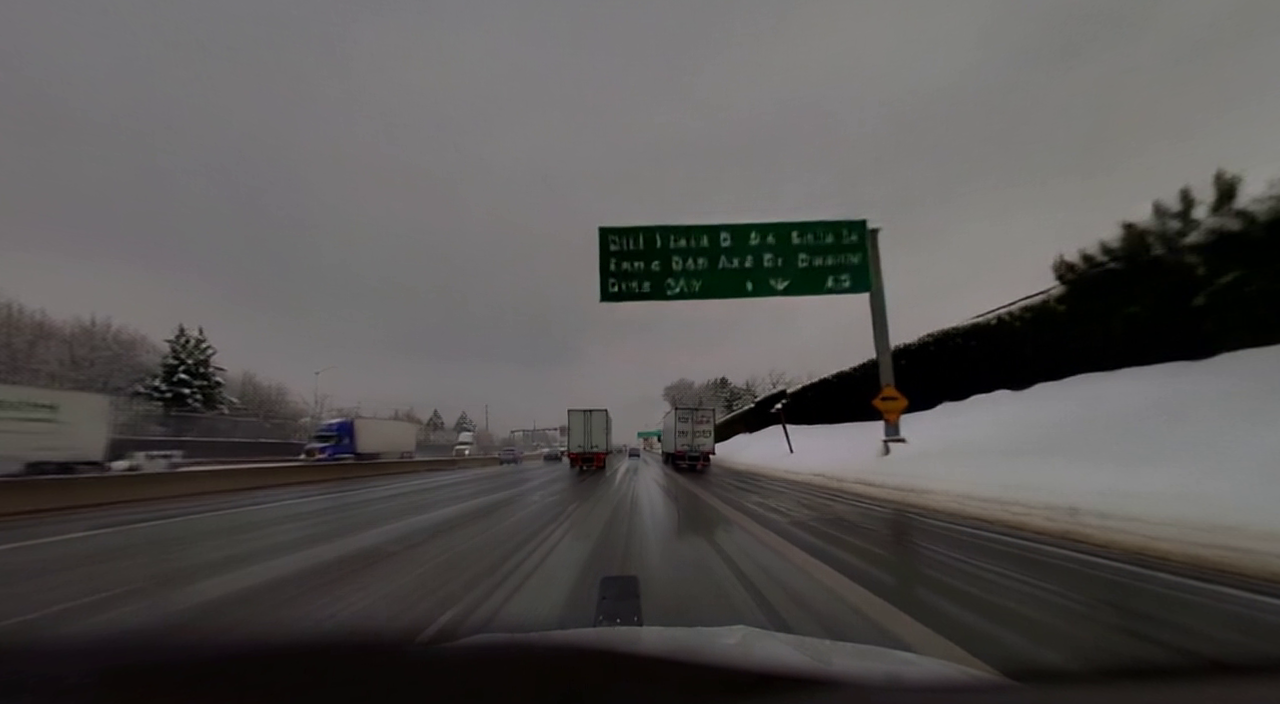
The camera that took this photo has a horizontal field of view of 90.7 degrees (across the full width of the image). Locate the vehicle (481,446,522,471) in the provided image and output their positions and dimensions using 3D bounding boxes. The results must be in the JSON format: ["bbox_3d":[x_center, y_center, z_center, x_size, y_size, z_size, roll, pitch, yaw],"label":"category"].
[{"bbox_3d":[-9.972,7.693,45.861,2.132,1.679,4.045,0,-9,-1],"label":"vehicle"}]

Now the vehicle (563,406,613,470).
[{"bbox_3d":[-3.650,6.484,47.798,2.848,4.098,13.421,0,-8,-1],"label":"vehicle"}]

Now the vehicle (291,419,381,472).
[{"bbox_3d":[-23.464,7.298,49.397,3.052,3.783,7.778,0,-9,0],"label":"vehicle"}]

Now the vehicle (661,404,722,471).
[{"bbox_3d":[3.433,6.330,46.622,2.908,3.898,17.275,1,-8,0],"label":"vehicle"}]

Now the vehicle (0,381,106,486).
[{"bbox_3d":[-23.129,2.888,22.228,2.698,3.522,6.672,0,-9,0],"label":"vehicle"}]

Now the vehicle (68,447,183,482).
[{"bbox_3d":[-26.761,5.840,33.155,1.780,1.632,4.772,0,-9,4],"label":"vehicle"}]
